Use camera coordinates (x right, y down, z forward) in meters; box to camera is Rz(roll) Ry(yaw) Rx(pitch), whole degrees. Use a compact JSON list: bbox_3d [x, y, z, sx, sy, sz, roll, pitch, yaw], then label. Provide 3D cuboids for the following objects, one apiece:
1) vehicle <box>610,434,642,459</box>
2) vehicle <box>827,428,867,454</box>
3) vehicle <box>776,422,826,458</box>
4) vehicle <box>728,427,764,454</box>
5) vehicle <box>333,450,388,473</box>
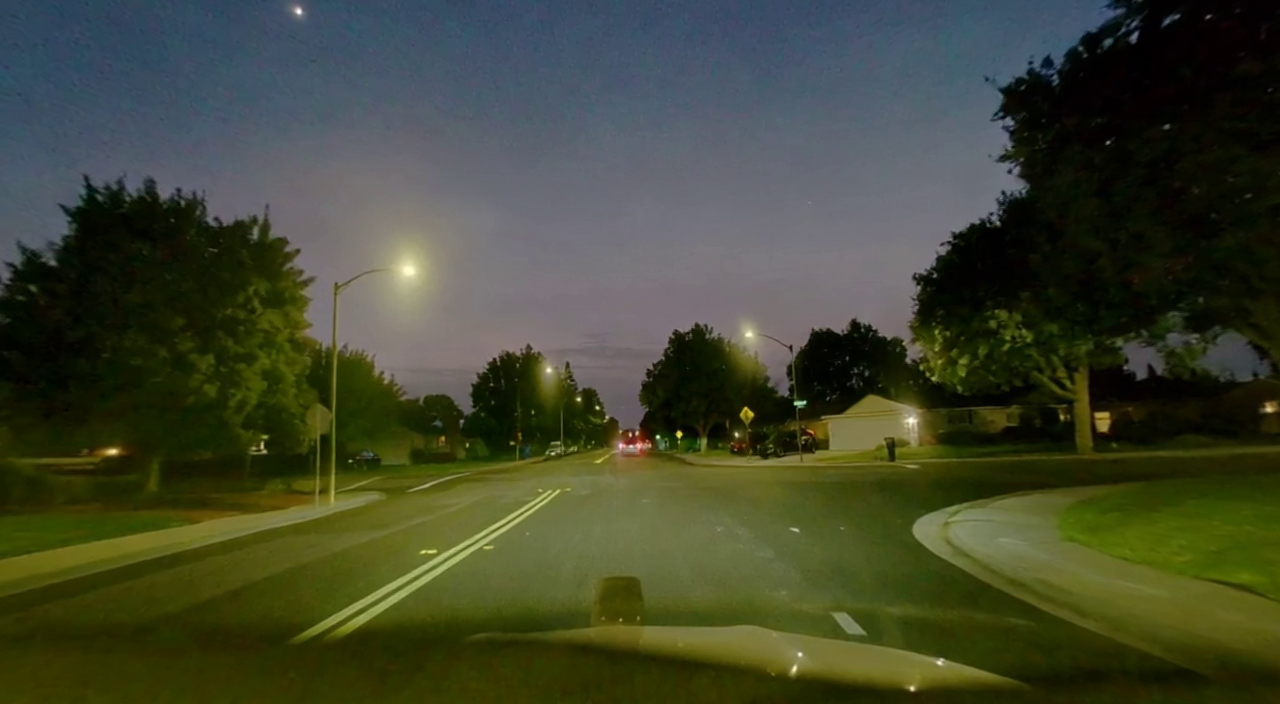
[{"bbox_3d":[-0.988,6.715,44.969,2.116,1.711,4.155,0,-8,-1],"label":"vehicle"},{"bbox_3d":[12.745,5.533,39.064,1.972,1.528,3.891,-2,-9,13],"label":"vehicle"},{"bbox_3d":[9.434,5.247,37.484,2.333,1.933,5.662,-1,-9,9],"label":"vehicle"},{"bbox_3d":[7.597,6.443,45.700,2.130,1.836,4.464,-1,-9,5],"label":"vehicle"},{"bbox_3d":[-20.176,7.886,45.791,1.917,1.499,4.569,0,-8,0],"label":"vehicle"}]
